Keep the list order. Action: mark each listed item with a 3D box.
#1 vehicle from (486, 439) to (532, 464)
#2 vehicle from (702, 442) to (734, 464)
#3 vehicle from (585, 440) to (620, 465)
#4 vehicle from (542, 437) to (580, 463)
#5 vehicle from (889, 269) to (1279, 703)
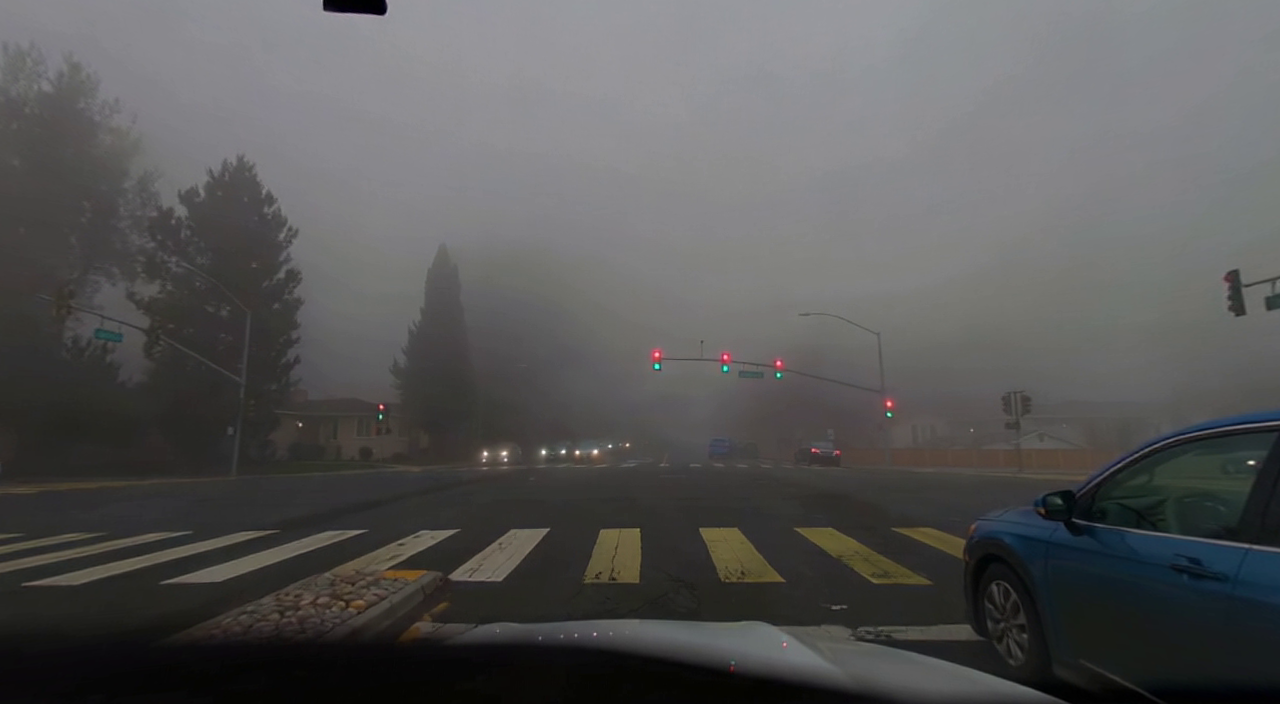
[{"bbox_3d":[-8.947,6.861,43.632,2.028,1.654,5.027,0,-9,1],"label":"vehicle"},{"bbox_3d":[5.842,7.475,46.976,2.104,1.518,4.999,-1,-9,10],"label":"vehicle"},{"bbox_3d":[-2.393,6.603,41.620,2.046,1.491,4.118,0,-9,0],"label":"vehicle"},{"bbox_3d":[-5.533,6.917,44.545,2.091,1.707,4.157,0,-9,1],"label":"vehicle"},{"bbox_3d":[2.709,0.708,1.724,2.085,1.800,4.908,0,-9,1],"label":"vehicle"}]
